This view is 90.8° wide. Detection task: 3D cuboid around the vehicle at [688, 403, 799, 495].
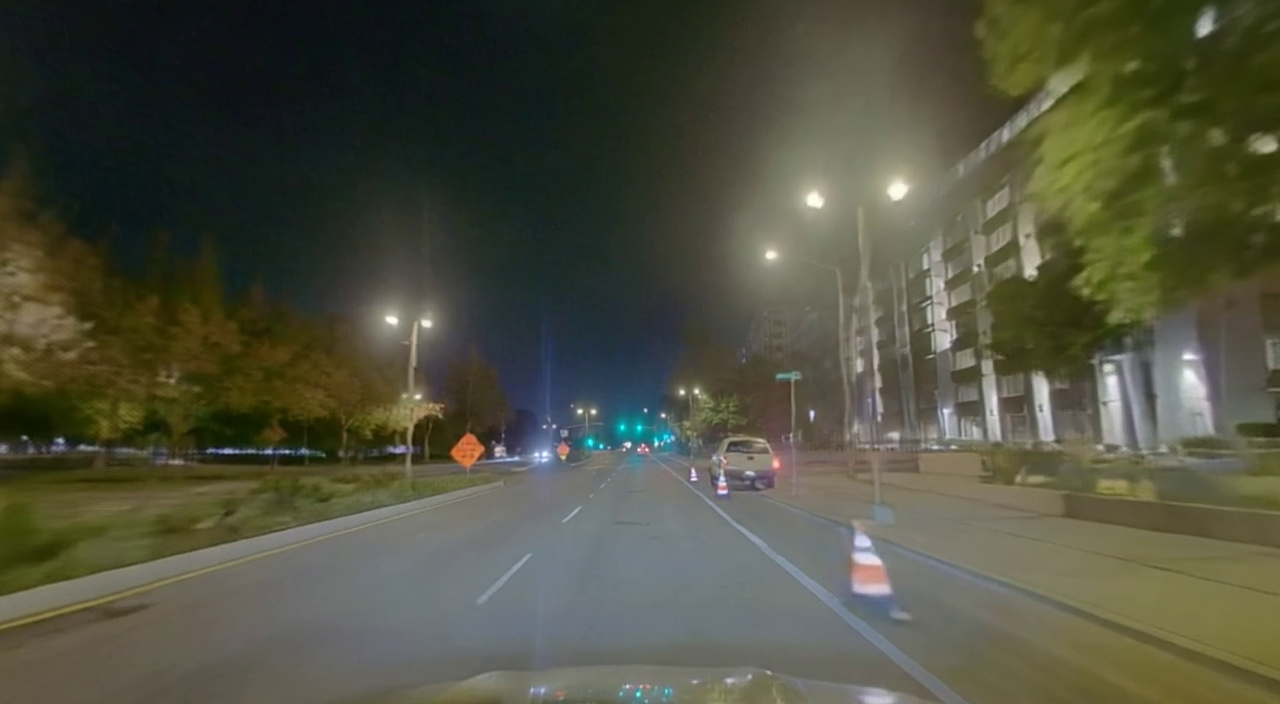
[{"bbox_3d":[3.240,3.127,20.628,2.849,2.686,3.176,0,-8,-4],"label":"vehicle"}]
